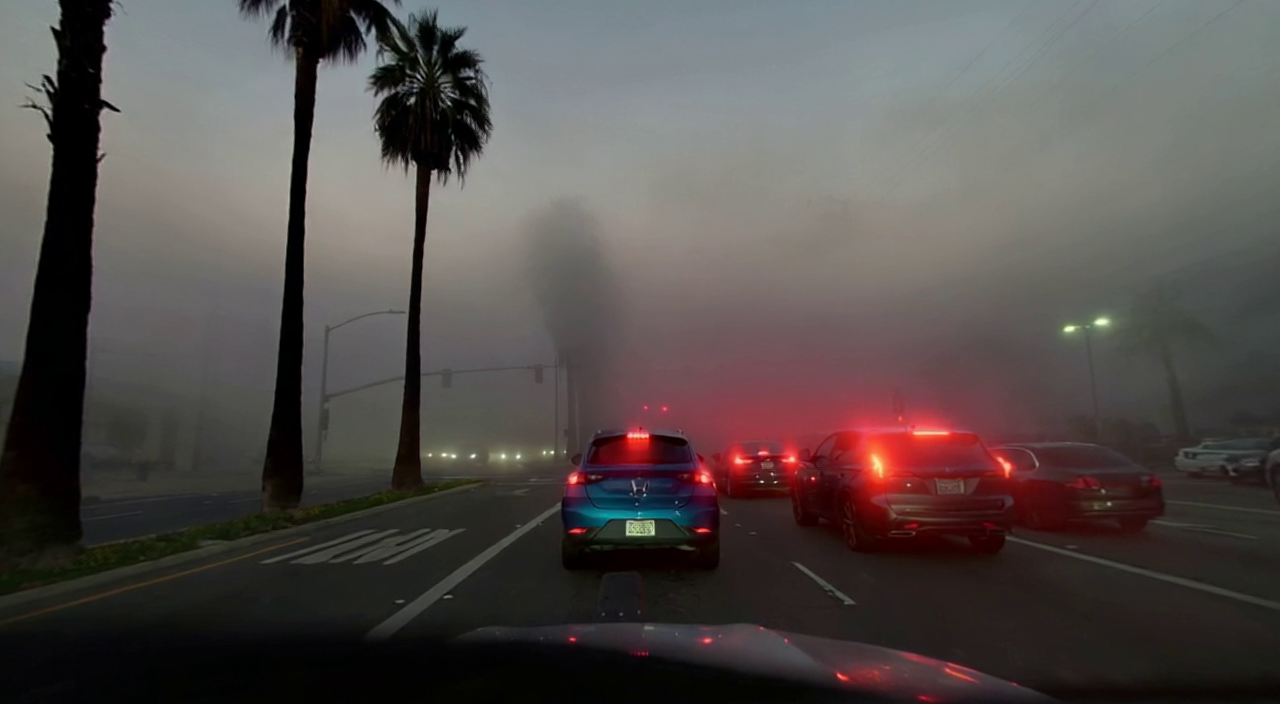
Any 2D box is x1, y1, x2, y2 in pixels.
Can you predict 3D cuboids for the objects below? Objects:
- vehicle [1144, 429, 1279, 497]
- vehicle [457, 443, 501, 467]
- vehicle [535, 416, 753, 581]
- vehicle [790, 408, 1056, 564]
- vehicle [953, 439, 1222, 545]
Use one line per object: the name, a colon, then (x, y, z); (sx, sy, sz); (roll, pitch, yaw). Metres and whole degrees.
vehicle: (18.052, 3.209, 18.460); (4.786, 1.848, 2.107); (0, -9, -1)
vehicle: (-12.376, 7.945, 48.778); (2.180, 1.776, 4.521); (0, -9, 0)
vehicle: (0.031, 1.712, 8.139); (2.083, 1.572, 4.021); (0, -9, 0)
vehicle: (3.674, 1.819, 9.225); (1.947, 1.725, 4.159); (0, -9, 1)
vehicle: (7.363, 2.293, 11.023); (1.832, 1.477, 3.981); (0, -9, 1)
